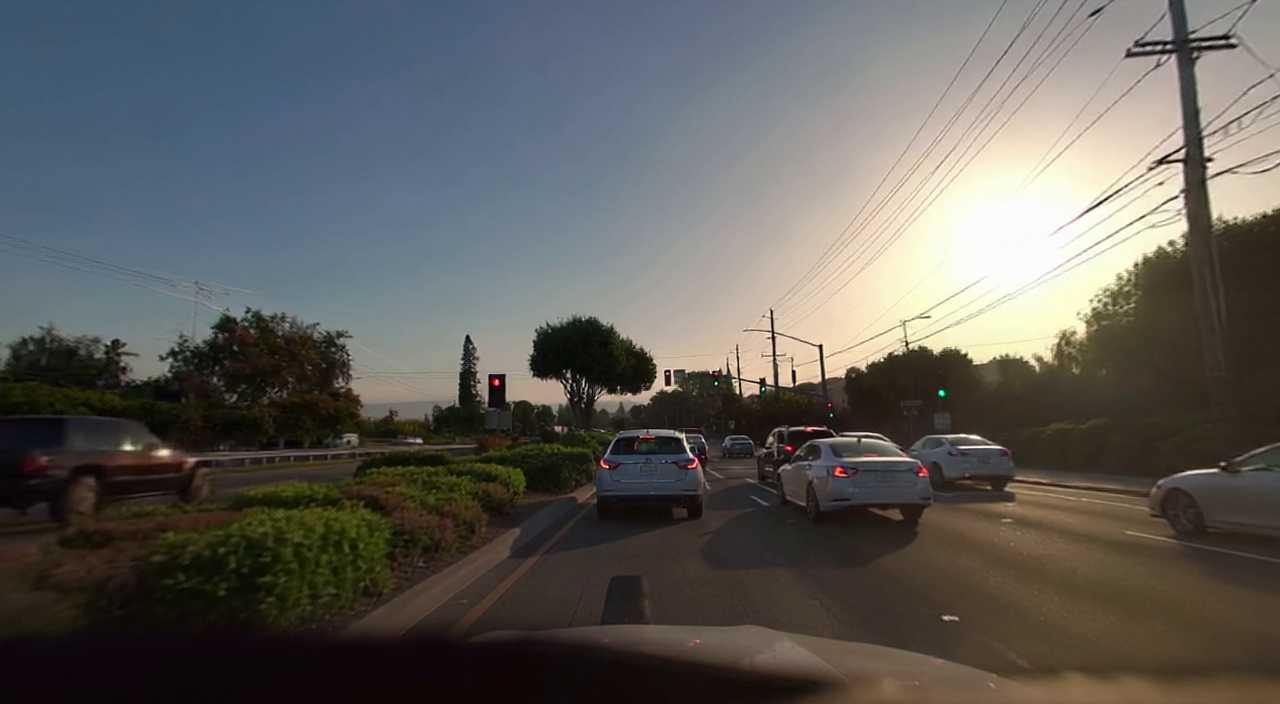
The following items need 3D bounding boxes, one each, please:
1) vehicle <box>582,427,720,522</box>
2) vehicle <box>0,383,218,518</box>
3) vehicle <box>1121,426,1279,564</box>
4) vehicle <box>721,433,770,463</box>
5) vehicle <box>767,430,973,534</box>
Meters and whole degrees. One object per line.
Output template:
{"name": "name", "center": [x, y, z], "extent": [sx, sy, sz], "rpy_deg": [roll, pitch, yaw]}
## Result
{"name": "vehicle", "center": [0.195, 2.287, 12.347], "extent": [2.208, 1.498, 4.401], "rpy_deg": [0, -8, 1]}
{"name": "vehicle", "center": [-17.632, 2.898, 18.666], "extent": [3.085, 3.375, 9.783], "rpy_deg": [-1, -8, 3]}
{"name": "vehicle", "center": [7.904, 1.556, 6.886], "extent": [1.905, 1.483, 4.469], "rpy_deg": [-1, -8, 3]}
{"name": "vehicle", "center": [5.530, 5.090, 33.573], "extent": [1.995, 1.491, 4.133], "rpy_deg": [0, -8, 1]}
{"name": "vehicle", "center": [3.727, 2.189, 11.282], "extent": [2.028, 1.454, 4.531], "rpy_deg": [0, -8, 1]}
